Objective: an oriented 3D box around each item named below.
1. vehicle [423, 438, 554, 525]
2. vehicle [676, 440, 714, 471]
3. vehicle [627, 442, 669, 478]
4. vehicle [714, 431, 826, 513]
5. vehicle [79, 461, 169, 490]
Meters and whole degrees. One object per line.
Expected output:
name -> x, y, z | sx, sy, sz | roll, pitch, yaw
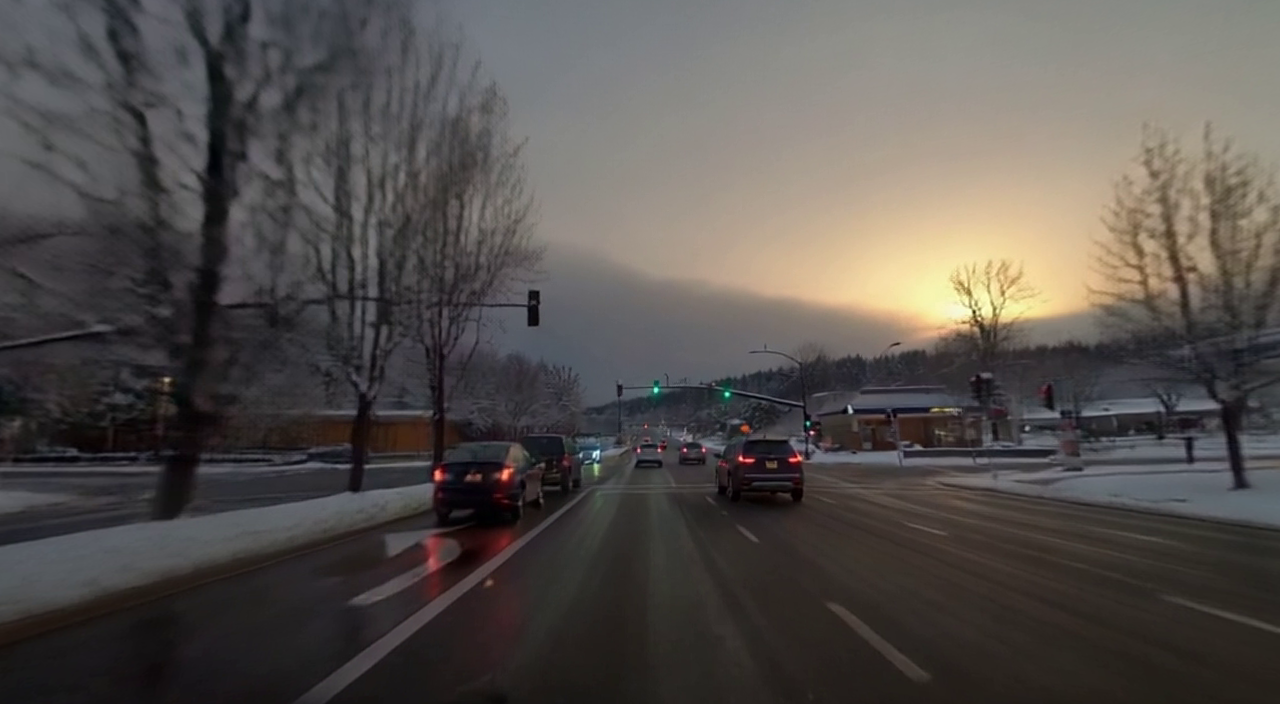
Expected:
vehicle -> -3.121, 2.740, 13.940 | 1.788, 1.600, 4.298 | 0, -9, 0
vehicle -> 3.680, 7.021, 43.051 | 2.154, 1.975, 4.634 | 0, -9, -1
vehicle -> 0.371, 5.459, 32.106 | 1.991, 1.664, 3.814 | 0, -9, 0
vehicle -> 3.037, 2.879, 15.560 | 1.872, 1.752, 3.896 | 0, -9, -1
vehicle -> -31.431, 7.542, 38.460 | 3.811, 1.628, 1.920 | -1, -9, 1
